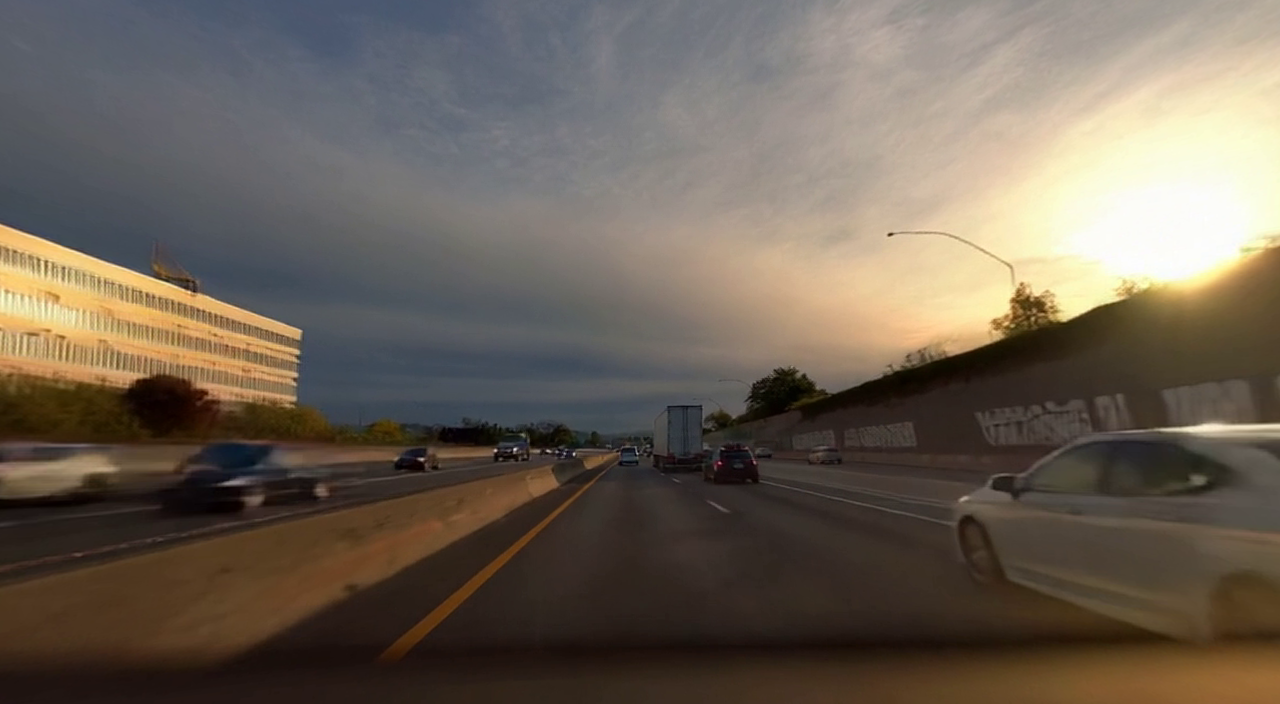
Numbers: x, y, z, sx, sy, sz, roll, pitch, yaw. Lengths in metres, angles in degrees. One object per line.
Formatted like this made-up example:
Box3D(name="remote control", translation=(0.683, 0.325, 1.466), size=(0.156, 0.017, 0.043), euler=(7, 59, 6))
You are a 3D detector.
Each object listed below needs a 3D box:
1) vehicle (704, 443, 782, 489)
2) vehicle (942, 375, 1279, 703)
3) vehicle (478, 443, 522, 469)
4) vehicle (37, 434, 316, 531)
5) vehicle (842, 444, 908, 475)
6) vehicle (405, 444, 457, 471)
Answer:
Box3D(name="vehicle", translation=(3.834, 4.326, 24.155), size=(2.085, 1.588, 4.436), euler=(0, -9, -2))
Box3D(name="vehicle", translation=(3.700, 0.974, 3.075), size=(2.045, 1.605, 4.674), euler=(0, -9, -1))
Box3D(name="vehicle", translation=(-9.006, 6.731, 40.635), size=(1.933, 1.553, 4.112), euler=(0, -9, -1))
Box3D(name="vehicle", translation=(-8.334, 2.363, 11.961), size=(1.895, 1.483, 4.494), euler=(0, -9, 0))
Box3D(name="vehicle", translation=(13.564, 6.220, 36.455), size=(2.107, 1.648, 4.324), euler=(0, -9, 0))
Box3D(name="vehicle", translation=(-12.874, 6.502, 38.897), size=(1.856, 1.548, 4.007), euler=(0, -9, 0))
